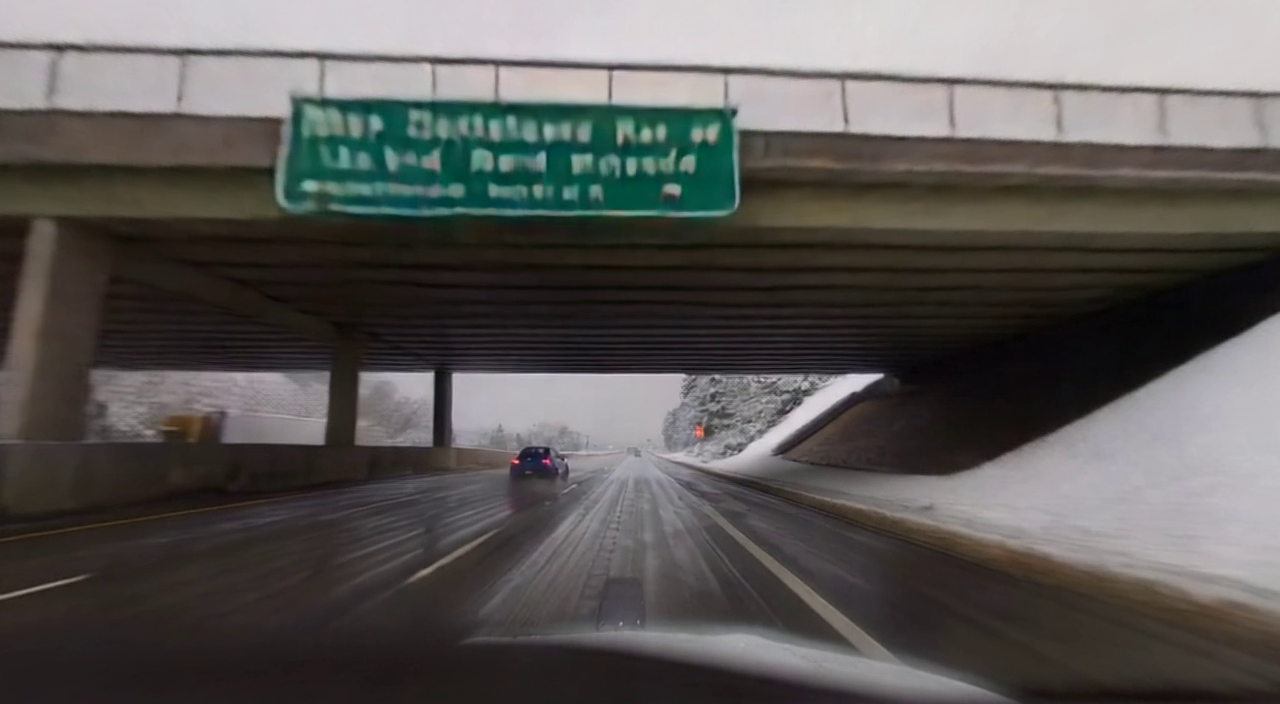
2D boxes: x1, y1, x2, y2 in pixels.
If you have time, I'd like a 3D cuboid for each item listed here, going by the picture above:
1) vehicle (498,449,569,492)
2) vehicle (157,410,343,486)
[{"bbox_3d":[-3.987,4.497,24.272,1.992,1.504,4.117,0,-9,0],"label":"vehicle"},{"bbox_3d":[-23.753,6.119,40.157,2.831,3.931,14.158,0,-9,0],"label":"vehicle"}]
